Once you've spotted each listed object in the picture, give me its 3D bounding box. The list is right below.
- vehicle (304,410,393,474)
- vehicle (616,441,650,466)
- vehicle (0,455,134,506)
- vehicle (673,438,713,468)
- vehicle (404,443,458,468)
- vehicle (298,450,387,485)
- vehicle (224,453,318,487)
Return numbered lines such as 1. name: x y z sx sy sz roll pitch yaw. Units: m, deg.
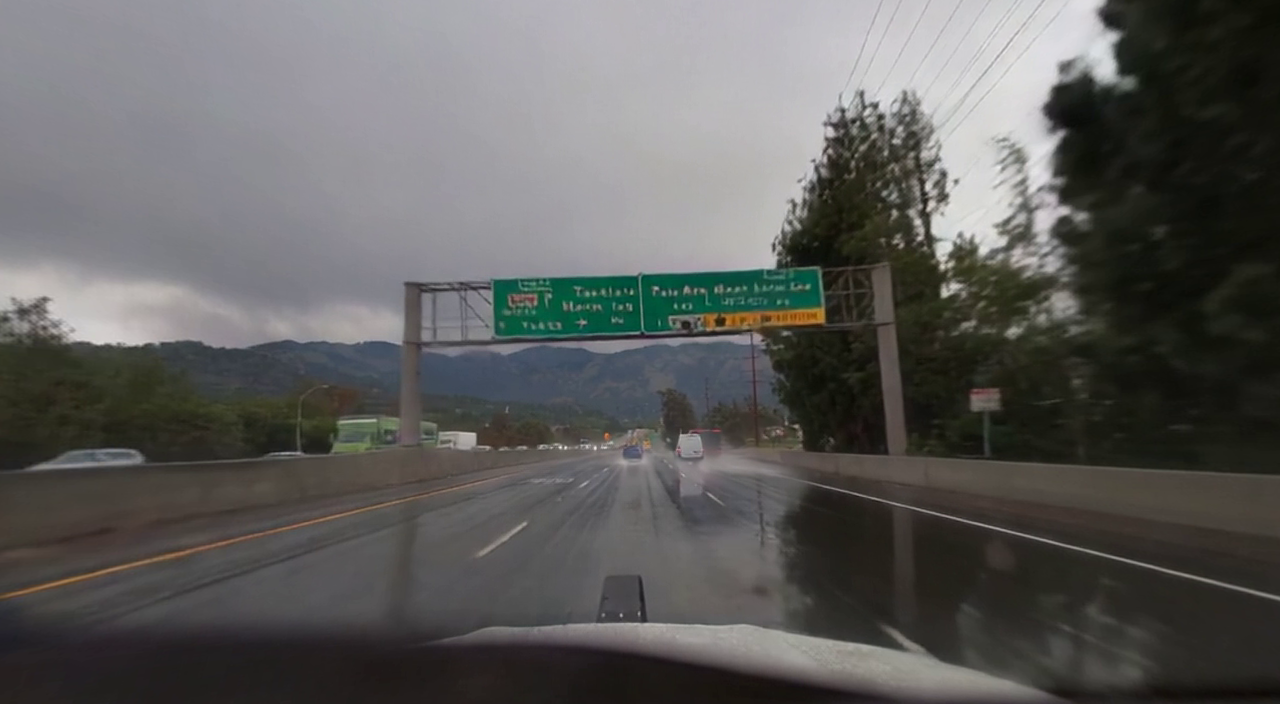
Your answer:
1. vehicle: -21.267 6.657 46.619 3.228 4.337 6.550 0 -9 0
2. vehicle: -0.500 7.278 45.493 2.325 1.712 4.592 0 -9 0
3. vehicle: -21.284 4.573 22.927 1.923 1.560 4.760 0 -9 0
4. vehicle: 3.321 6.502 40.687 2.036 1.796 4.470 0 -9 -2
5. vehicle: -14.045 6.989 42.775 2.090 1.598 4.713 0 -9 0
6. vehicle: -13.829 5.368 29.724 1.878 1.462 4.573 0 -9 1
7. vehicle: -17.573 5.628 30.378 1.825 1.456 4.451 0 -9 0
